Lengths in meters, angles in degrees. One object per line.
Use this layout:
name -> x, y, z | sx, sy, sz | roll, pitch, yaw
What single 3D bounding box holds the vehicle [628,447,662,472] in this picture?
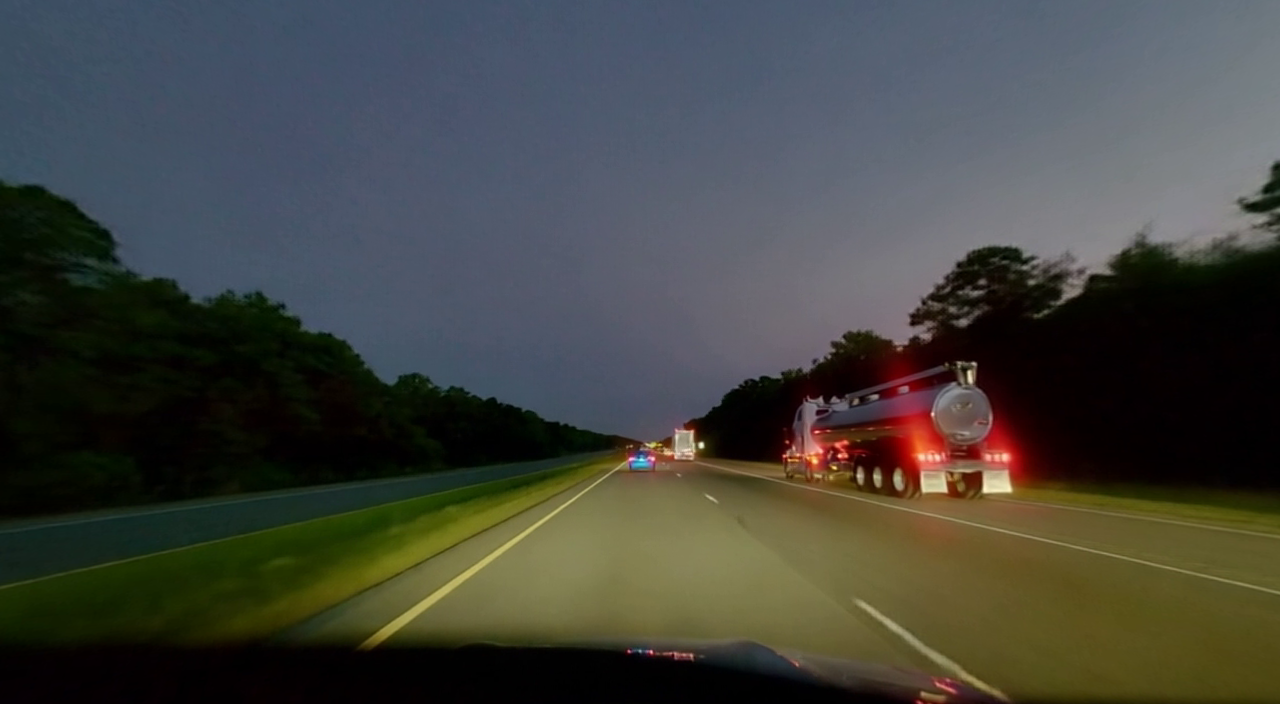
vehicle -> 0.277, 6.472, 38.032 | 1.926, 1.386, 3.615 | 0, -9, 0
